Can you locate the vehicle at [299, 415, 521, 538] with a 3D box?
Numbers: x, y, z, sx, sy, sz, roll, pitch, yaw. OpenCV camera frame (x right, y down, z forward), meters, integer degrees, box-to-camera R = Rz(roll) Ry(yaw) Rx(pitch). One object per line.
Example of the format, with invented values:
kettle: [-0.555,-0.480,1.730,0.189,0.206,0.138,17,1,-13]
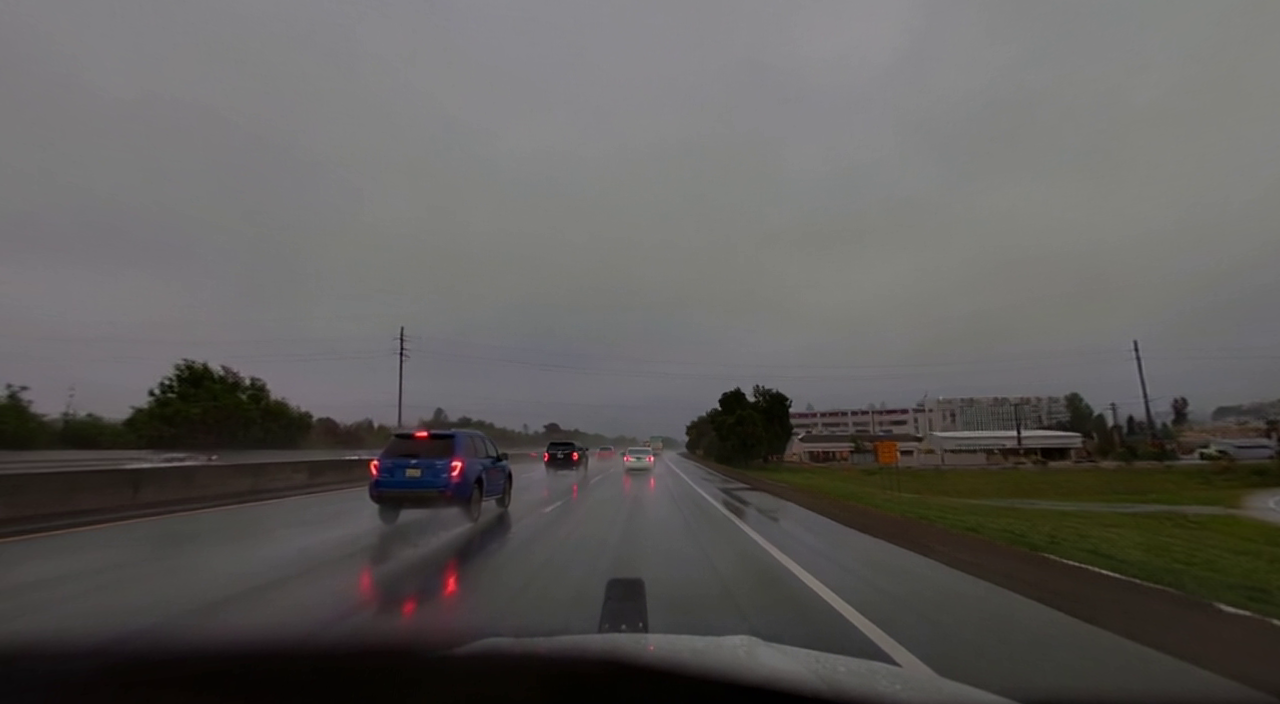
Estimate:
vehicle: [-3.993,2.283,12.268,2.198,1.848,5.346,-1,-8,1]

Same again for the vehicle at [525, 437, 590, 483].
vehicle: [-3.479,4.649,27.458,2.133,1.789,4.518,-1,-8,1]

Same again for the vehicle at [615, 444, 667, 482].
vehicle: [0.007,4.708,27.036,2.047,1.473,3.978,0,-8,-1]
